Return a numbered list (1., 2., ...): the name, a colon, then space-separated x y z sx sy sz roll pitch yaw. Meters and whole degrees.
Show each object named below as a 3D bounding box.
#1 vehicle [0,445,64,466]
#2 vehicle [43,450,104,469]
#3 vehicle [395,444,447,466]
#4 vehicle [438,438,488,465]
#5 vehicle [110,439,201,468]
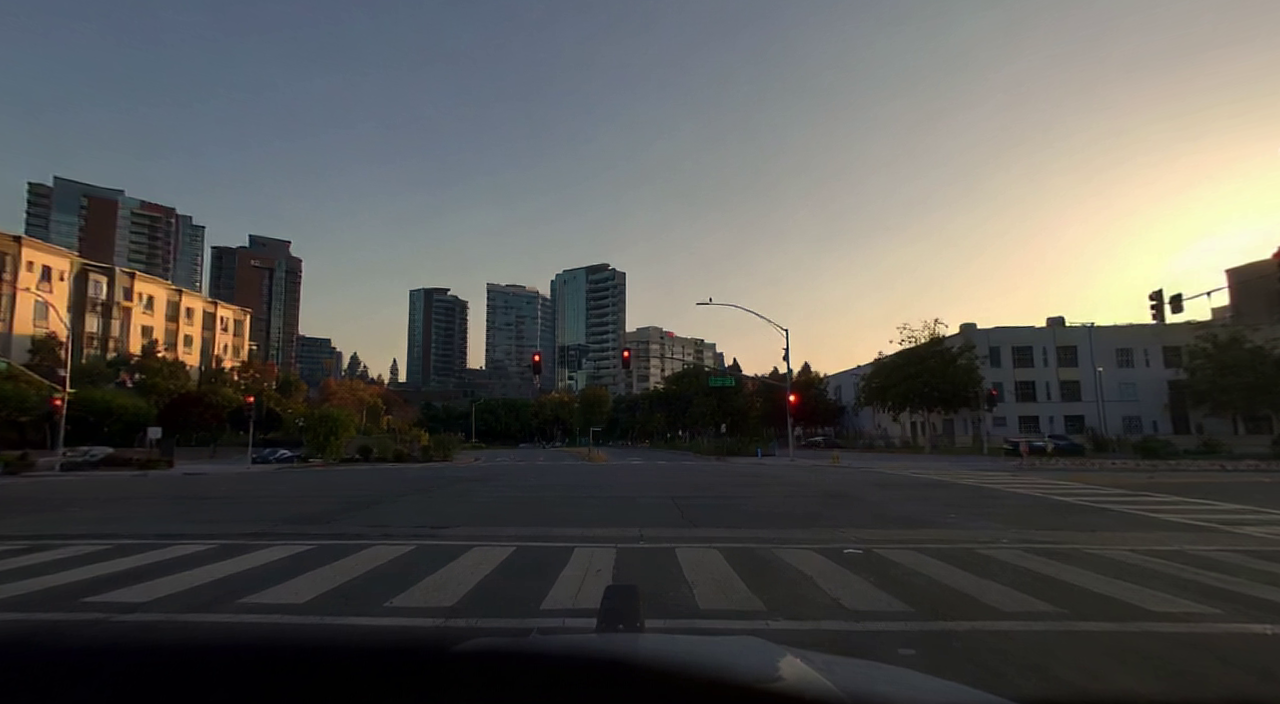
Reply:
1. vehicle: -45.255 7.626 46.646 1.858 1.467 3.624 0 -8 1
2. vehicle: -41.587 7.890 46.452 1.552 1.339 3.340 0 -8 -4
3. vehicle: -15.478 7.293 44.877 2.056 1.450 4.343 0 -8 0
4. vehicle: -11.983 6.742 42.986 2.080 1.763 4.341 0 -8 1
5. vehicle: -34.907 7.310 45.771 2.204 1.955 5.518 0 -8 0
